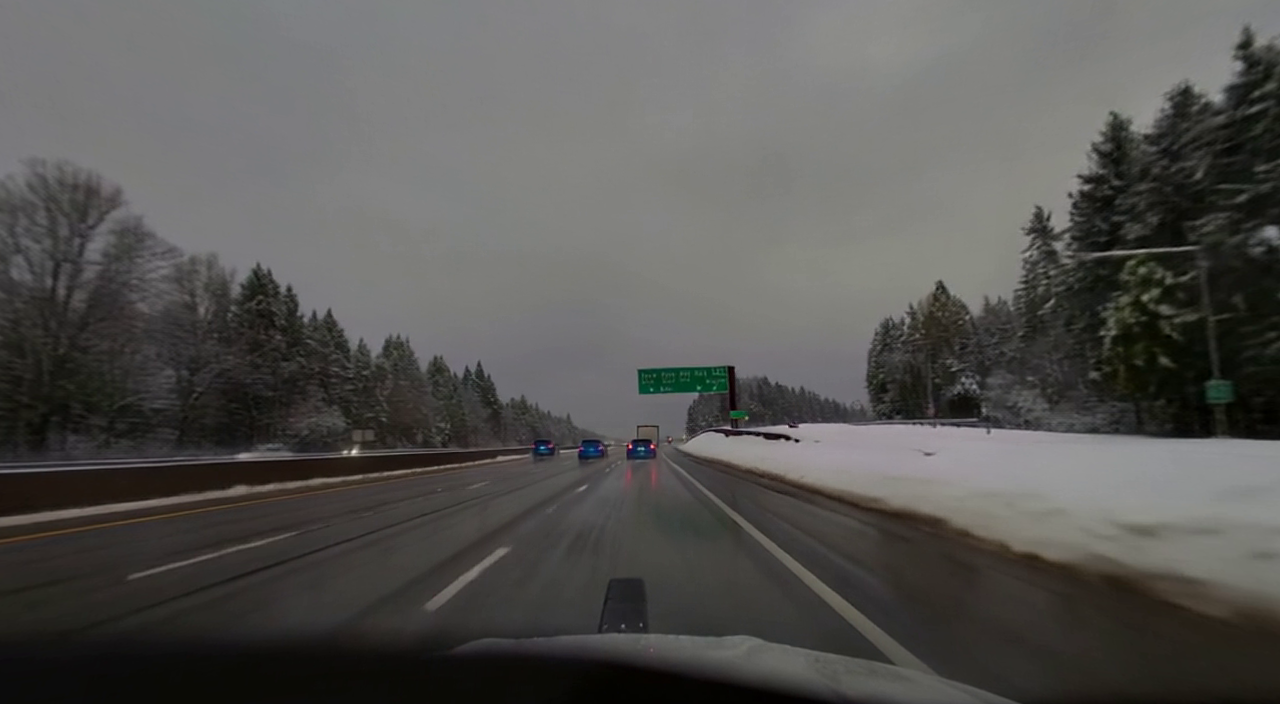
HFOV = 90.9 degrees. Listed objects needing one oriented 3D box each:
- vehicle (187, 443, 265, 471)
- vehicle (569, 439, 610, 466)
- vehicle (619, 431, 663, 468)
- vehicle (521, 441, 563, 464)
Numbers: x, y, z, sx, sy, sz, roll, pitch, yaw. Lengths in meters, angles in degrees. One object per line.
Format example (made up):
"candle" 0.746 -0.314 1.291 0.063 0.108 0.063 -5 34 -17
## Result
"vehicle" -24.643 6.262 37.765 1.927 1.508 4.069 0 -9 -1
"vehicle" -3.154 6.446 40.541 2.139 1.589 5.102 0 -8 1
"vehicle" 0.051 5.522 35.744 2.309 1.915 5.130 0 -8 0
"vehicle" -6.709 6.939 43.726 2.009 1.519 4.697 -1 -8 1
